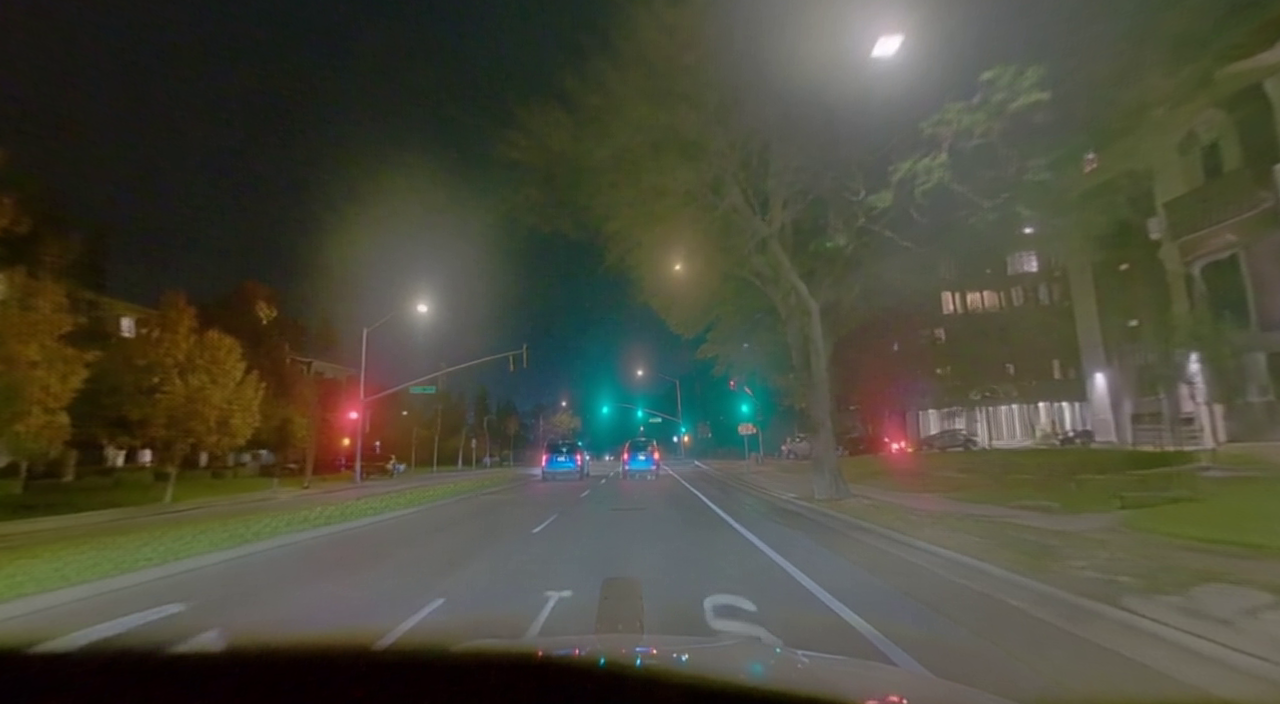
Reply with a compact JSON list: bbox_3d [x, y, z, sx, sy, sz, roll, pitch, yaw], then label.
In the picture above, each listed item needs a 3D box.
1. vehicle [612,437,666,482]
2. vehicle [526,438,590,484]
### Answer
[{"bbox_3d":[-0.094,4.562,27.082,2.088,1.735,4.801,0,-9,-1],"label":"vehicle"},{"bbox_3d":[-3.299,4.506,26.383,2.097,1.755,4.336,0,-9,0],"label":"vehicle"}]
